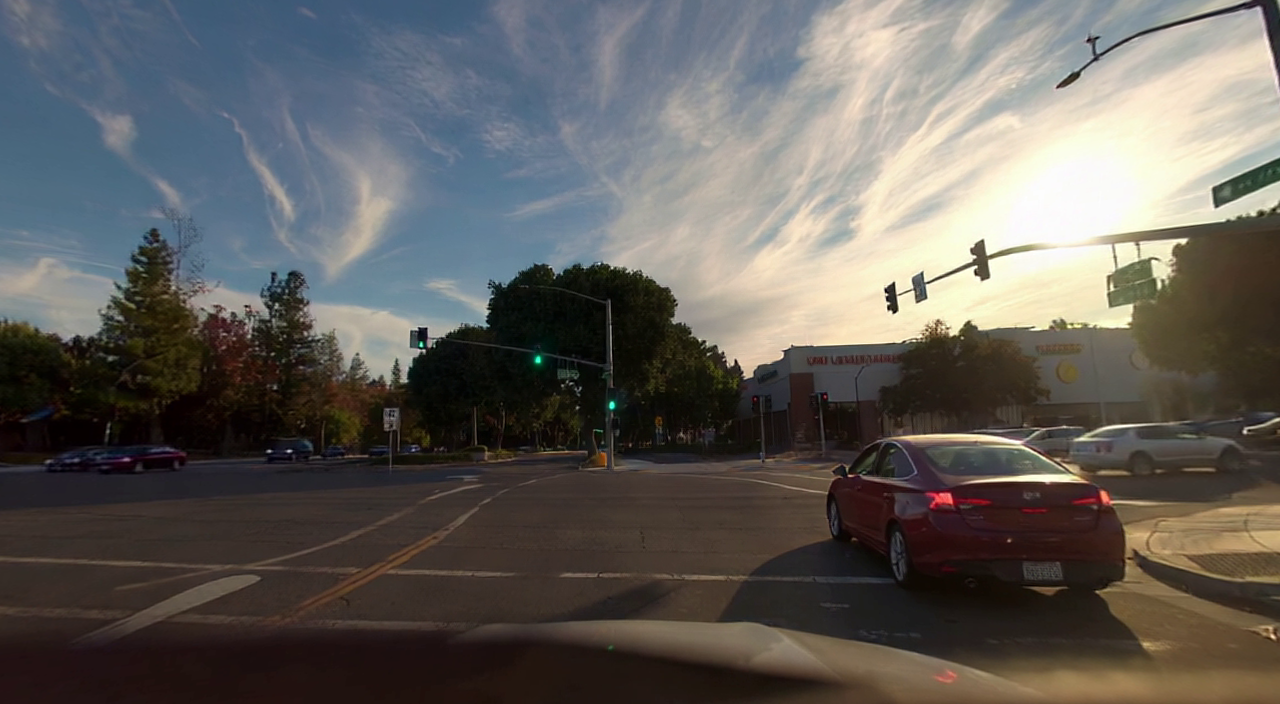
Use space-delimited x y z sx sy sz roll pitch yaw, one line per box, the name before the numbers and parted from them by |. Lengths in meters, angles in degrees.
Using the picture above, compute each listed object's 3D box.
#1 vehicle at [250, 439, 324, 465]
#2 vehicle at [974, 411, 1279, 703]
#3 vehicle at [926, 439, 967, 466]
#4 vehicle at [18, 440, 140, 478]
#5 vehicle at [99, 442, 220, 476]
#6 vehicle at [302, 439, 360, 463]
vehicle | -27.438 7.810 49.360 2.233 1.889 6.305 0 -8 -1
vehicle | 4.113 1.070 3.306 1.940 1.487 4.562 0 -8 -5
vehicle | 18.134 5.908 37.169 1.930 1.492 4.703 -5 -9 27
vehicle | -26.772 5.090 30.315 1.886 1.694 4.420 0 -8 -2
vehicle | -22.735 5.059 30.130 2.206 1.447 4.697 0 -8 -2
vehicle | -23.762 7.619 48.657 2.111 1.742 4.757 0 -8 -2
